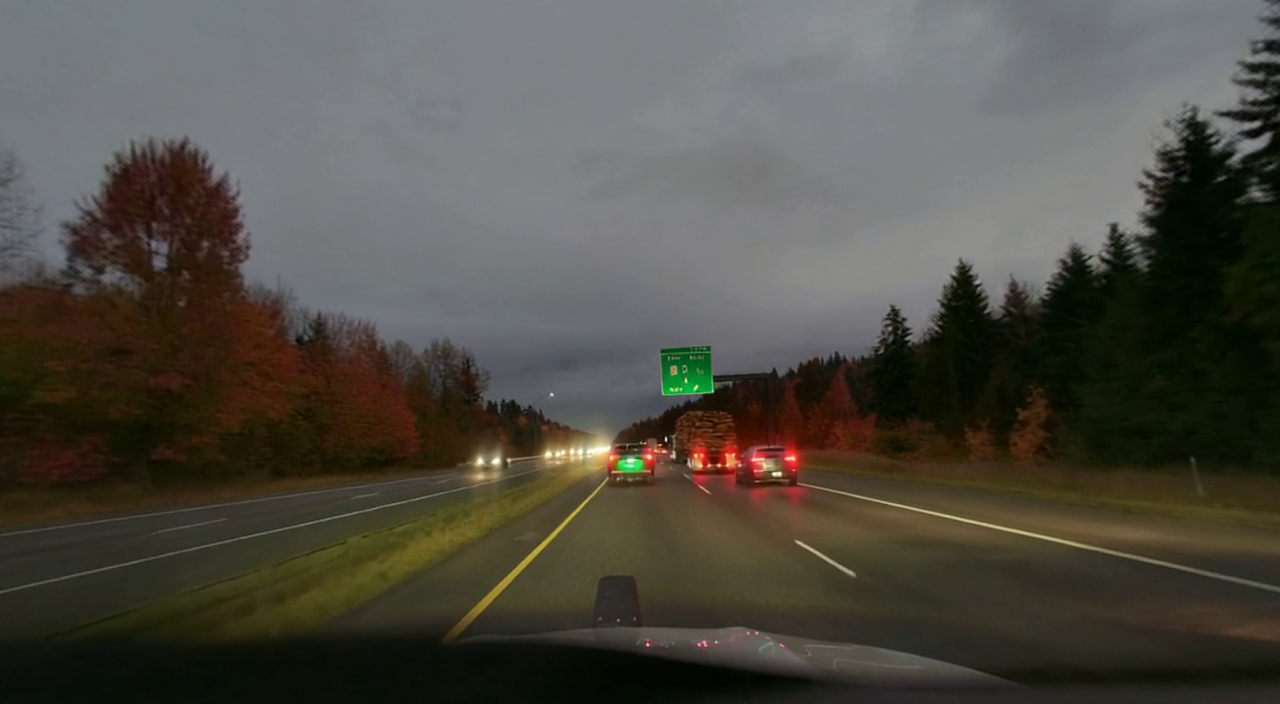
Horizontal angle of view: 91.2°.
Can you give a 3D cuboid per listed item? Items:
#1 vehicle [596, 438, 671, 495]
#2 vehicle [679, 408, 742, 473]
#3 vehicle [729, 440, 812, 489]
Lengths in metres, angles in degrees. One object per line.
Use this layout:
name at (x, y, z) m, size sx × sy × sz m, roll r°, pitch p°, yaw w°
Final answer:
vehicle at (-0.207, 3.790, 21.052) m, size 2.263 × 1.699 × 3.936 m, roll 0°, pitch -9°, yaw 0°
vehicle at (4.581, 6.073, 42.709) m, size 3.125 × 3.895 × 8.461 m, roll 0°, pitch -9°, yaw -1°
vehicle at (4.826, 4.221, 23.914) m, size 2.057 × 1.660 × 4.525 m, roll 0°, pitch -9°, yaw -2°
